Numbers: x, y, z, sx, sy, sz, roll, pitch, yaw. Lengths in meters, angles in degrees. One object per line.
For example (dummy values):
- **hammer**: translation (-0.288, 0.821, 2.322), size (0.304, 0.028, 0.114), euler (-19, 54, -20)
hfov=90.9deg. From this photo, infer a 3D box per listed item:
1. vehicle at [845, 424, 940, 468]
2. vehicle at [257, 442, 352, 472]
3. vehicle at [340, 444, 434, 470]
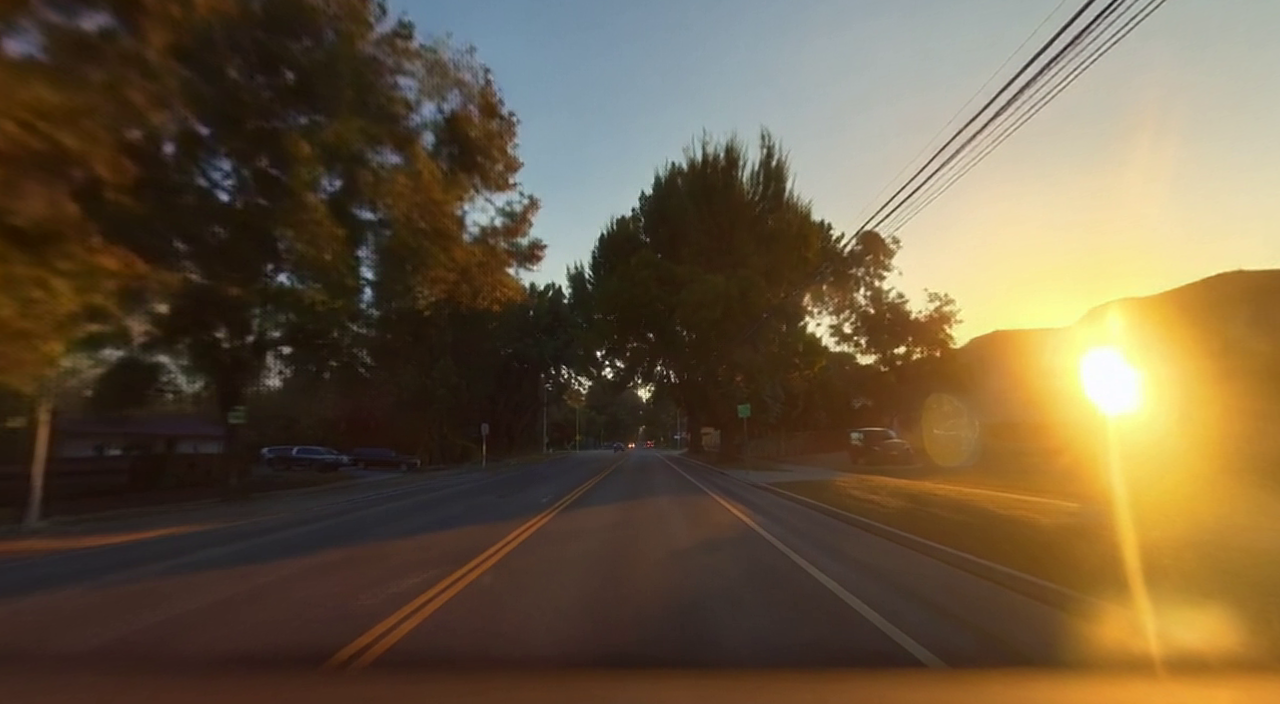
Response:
- **vehicle**: translation (9.822, 3.731, 24.968), size (1.805, 1.571, 4.467), euler (0, -8, -2)
- **vehicle**: translation (-18.980, 5.970, 35.801), size (4.233, 1.623, 1.943), euler (0, -8, 1)
- **vehicle**: translation (-15.154, 6.309, 37.958), size (4.787, 1.474, 1.967), euler (-1, -8, 3)
